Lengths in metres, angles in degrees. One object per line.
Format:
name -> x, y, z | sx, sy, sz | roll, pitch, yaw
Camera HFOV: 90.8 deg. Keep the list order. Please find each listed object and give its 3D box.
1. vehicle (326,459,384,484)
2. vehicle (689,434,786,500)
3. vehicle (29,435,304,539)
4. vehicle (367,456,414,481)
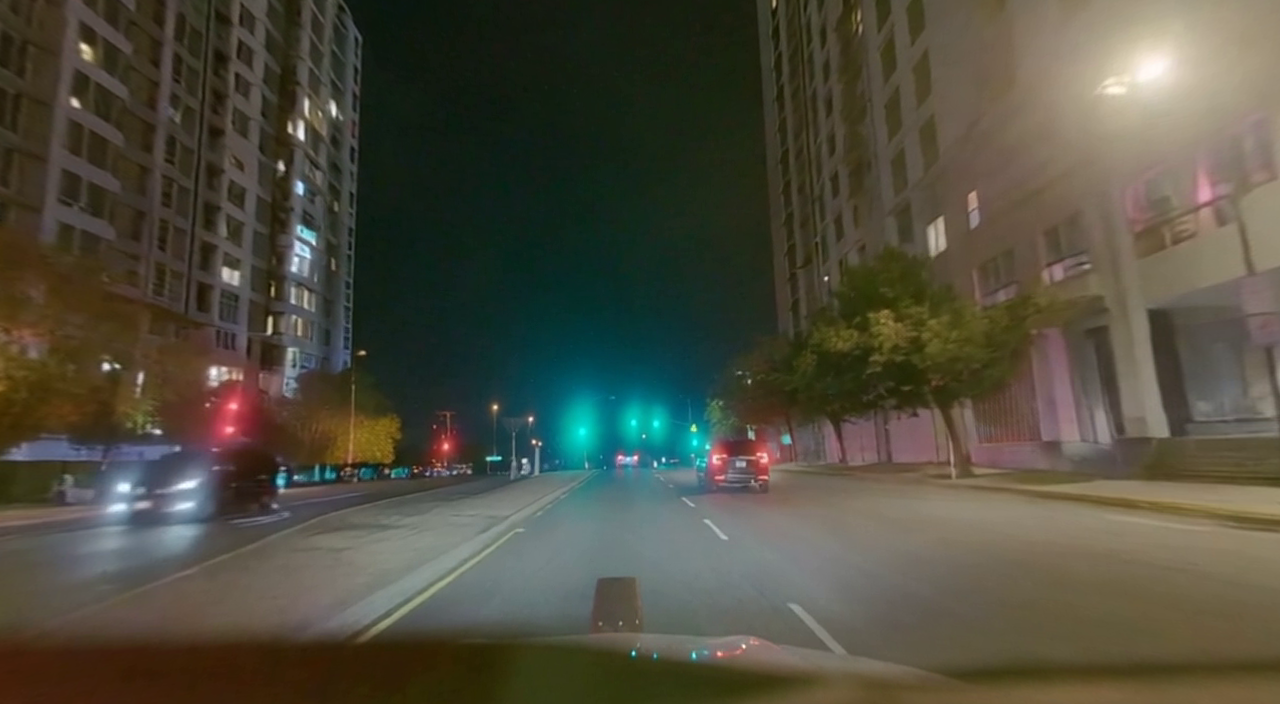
vehicle -> -19.167, 8.028, 42.710 | 1.812, 1.482, 4.512 | 0, -8, 0
vehicle -> 2.972, 3.622, 20.438 | 2.129, 1.844, 4.767 | 0, -8, -3
vehicle -> -9.563, 2.700, 13.510 | 1.939, 1.744, 5.079 | 0, -8, 0
vehicle -> -19.236, 8.963, 48.884 | 1.880, 1.725, 4.509 | 0, -8, -1
